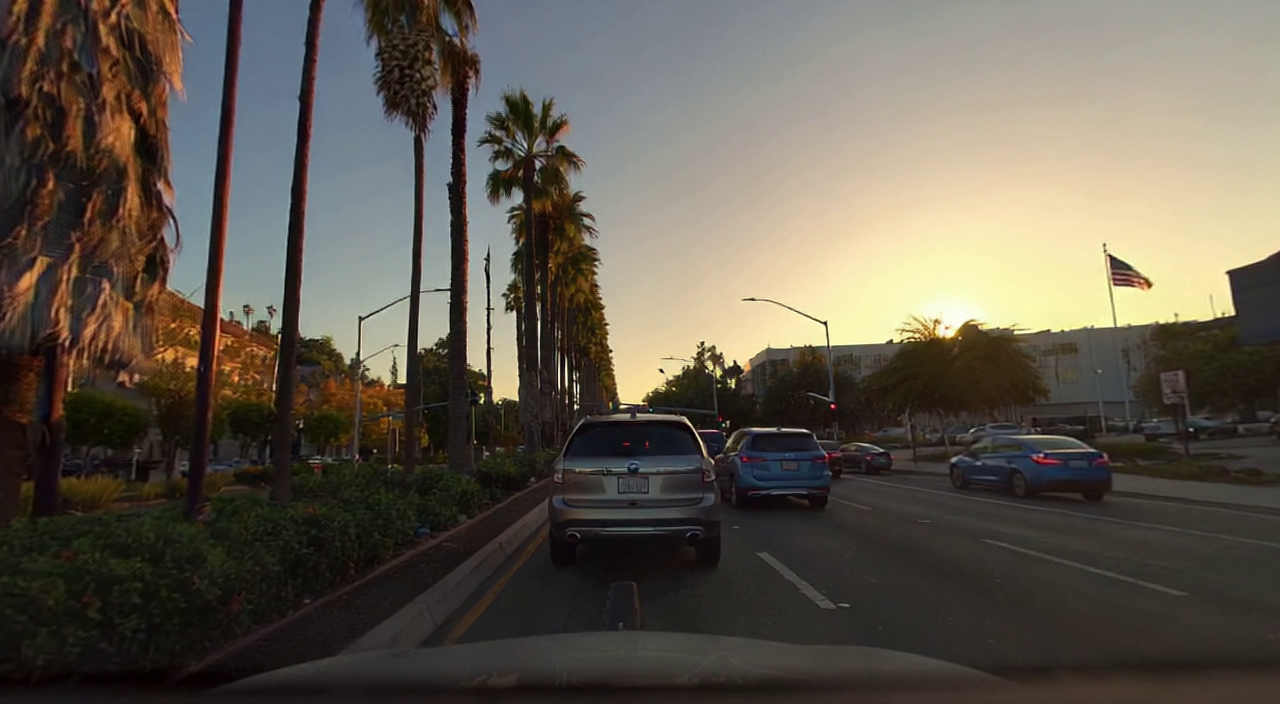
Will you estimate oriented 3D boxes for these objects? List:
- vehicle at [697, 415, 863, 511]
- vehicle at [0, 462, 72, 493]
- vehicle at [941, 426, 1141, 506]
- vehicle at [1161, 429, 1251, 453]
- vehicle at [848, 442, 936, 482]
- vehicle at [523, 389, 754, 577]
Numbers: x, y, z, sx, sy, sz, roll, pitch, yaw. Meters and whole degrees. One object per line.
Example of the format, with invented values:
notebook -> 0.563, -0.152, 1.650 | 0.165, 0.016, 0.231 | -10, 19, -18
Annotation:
vehicle -> 3.250, 2.827, 16.582 | 2.773, 2.021, 6.212 | 0, -9, -2
vehicle -> -45.664, 9.076, 45.763 | 6.410, 2.078, 2.584 | 0, -9, 0
vehicle -> 10.033, 2.882, 16.401 | 2.155, 1.779, 4.582 | 0, -9, 0
vehicle -> 36.420, 5.764, 40.837 | 1.839, 1.455, 4.395 | 0, -9, 2
vehicle -> 10.174, 4.456, 25.871 | 1.855, 1.495, 4.143 | 0, -9, -1
vehicle -> -0.121, 1.700, 8.945 | 2.402, 1.938, 4.535 | 0, -9, -3
